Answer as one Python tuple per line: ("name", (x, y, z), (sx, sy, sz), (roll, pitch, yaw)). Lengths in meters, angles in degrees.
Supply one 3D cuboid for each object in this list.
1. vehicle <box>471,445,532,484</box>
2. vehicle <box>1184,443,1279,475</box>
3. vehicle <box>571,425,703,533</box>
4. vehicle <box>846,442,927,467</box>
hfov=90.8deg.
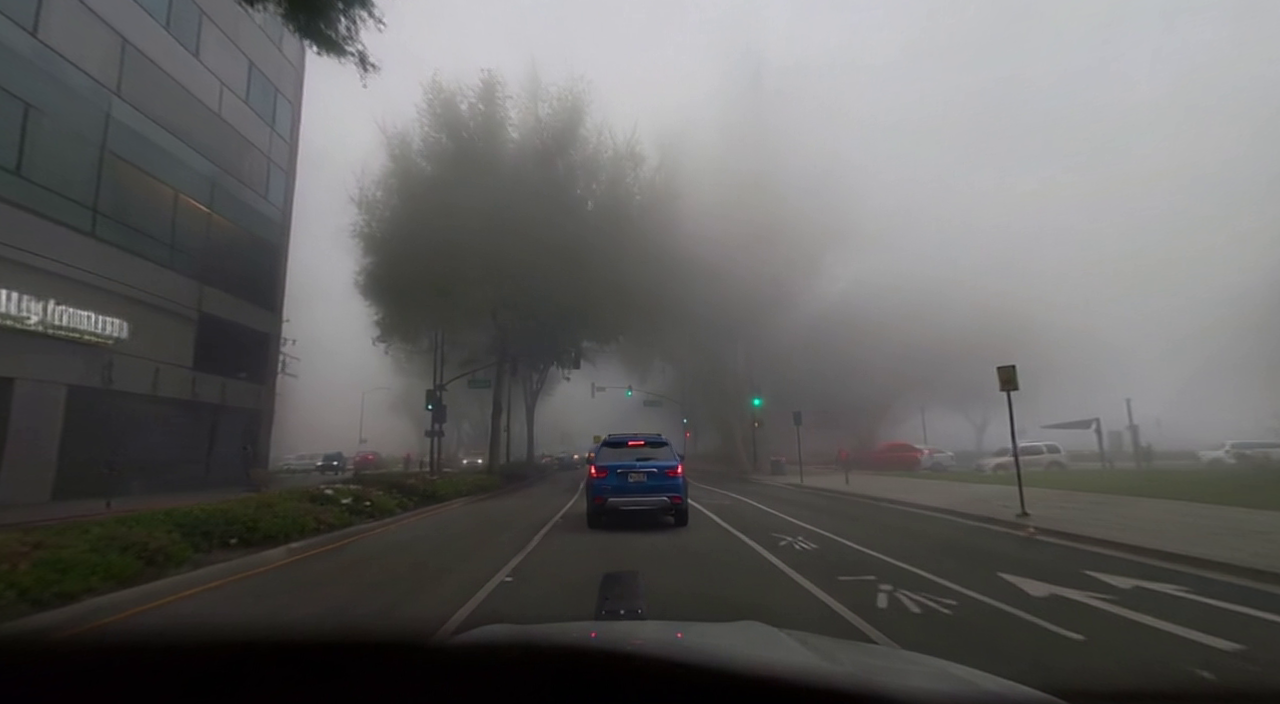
("vehicle", (-6.444, 5.270, 29.906), (2.028, 1.655, 4.189), (0, -9, -1))
("vehicle", (32.530, 5.706, 33.722), (5.161, 1.610, 2.024), (0, -9, -3))
("vehicle", (-0.127, 2.421, 12.591), (2.183, 1.765, 4.059), (0, -9, -2))
("vehicle", (15.793, 6.580, 40.594), (4.422, 1.563, 1.751), (0, -9, -2))
